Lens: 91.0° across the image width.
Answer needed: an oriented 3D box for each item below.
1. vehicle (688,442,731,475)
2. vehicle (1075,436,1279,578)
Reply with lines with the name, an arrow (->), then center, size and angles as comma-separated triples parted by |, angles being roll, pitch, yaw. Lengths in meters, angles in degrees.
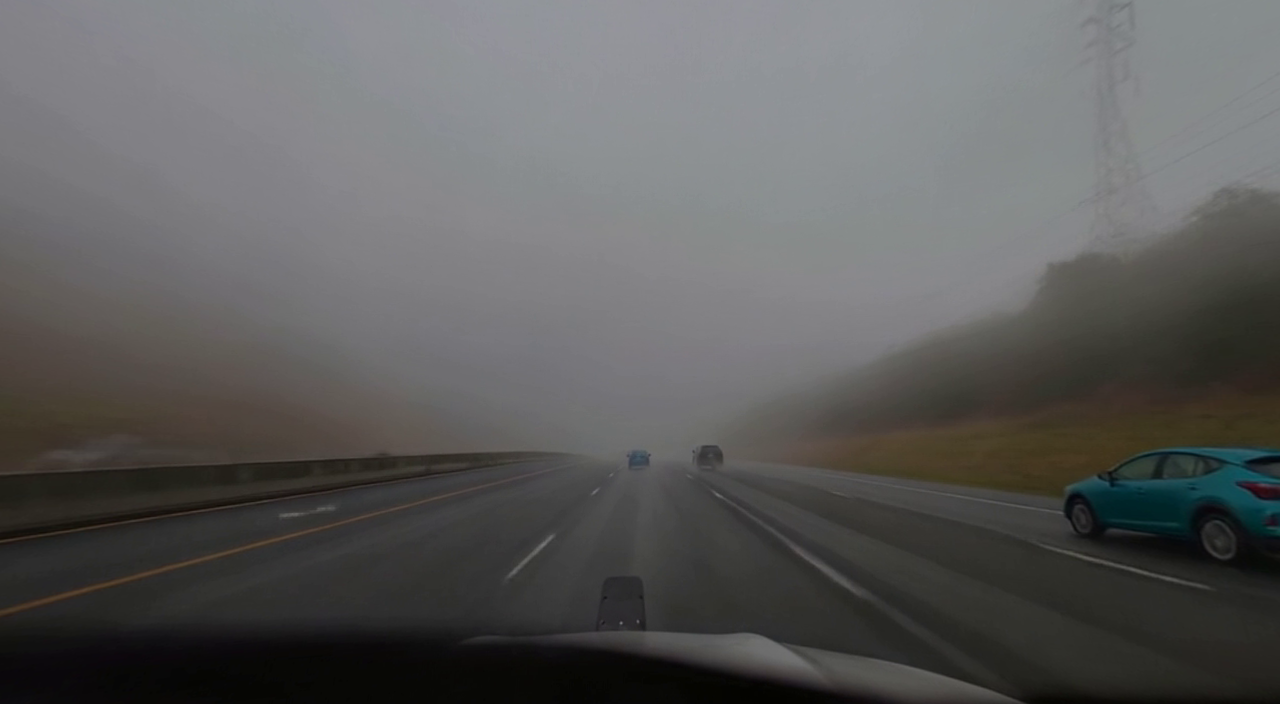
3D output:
vehicle -> 4.115, 6.347, 37.812 | 2.159, 1.782, 4.673 | 0, -9, 1
vehicle -> 8.051, 1.841, 7.753 | 1.970, 1.545, 4.818 | 0, -9, 1
